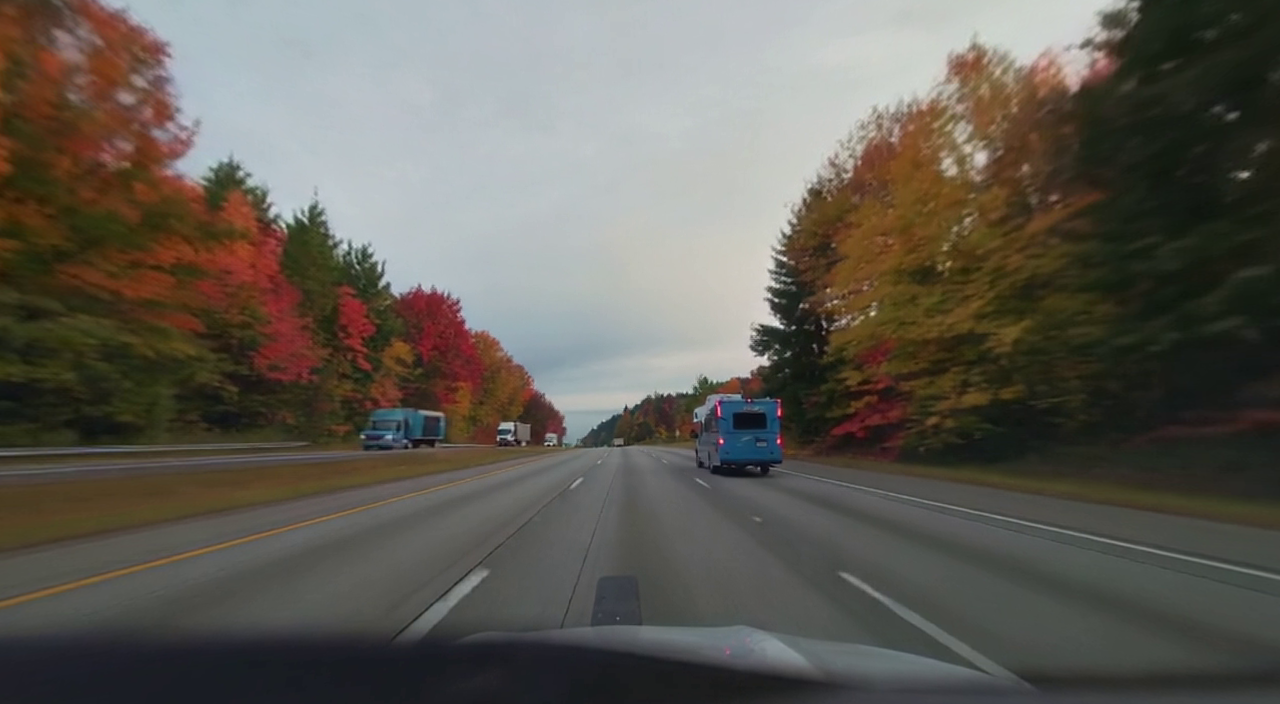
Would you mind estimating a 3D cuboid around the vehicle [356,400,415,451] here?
[{"bbox_3d":[-20.023,5.797,49.637,3.298,3.890,2.971,0,-8,-3],"label":"vehicle"}]

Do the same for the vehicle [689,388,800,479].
[{"bbox_3d":[3.624,3.062,23.680,2.815,2.876,7.101,0,-8,-1],"label":"vehicle"}]
